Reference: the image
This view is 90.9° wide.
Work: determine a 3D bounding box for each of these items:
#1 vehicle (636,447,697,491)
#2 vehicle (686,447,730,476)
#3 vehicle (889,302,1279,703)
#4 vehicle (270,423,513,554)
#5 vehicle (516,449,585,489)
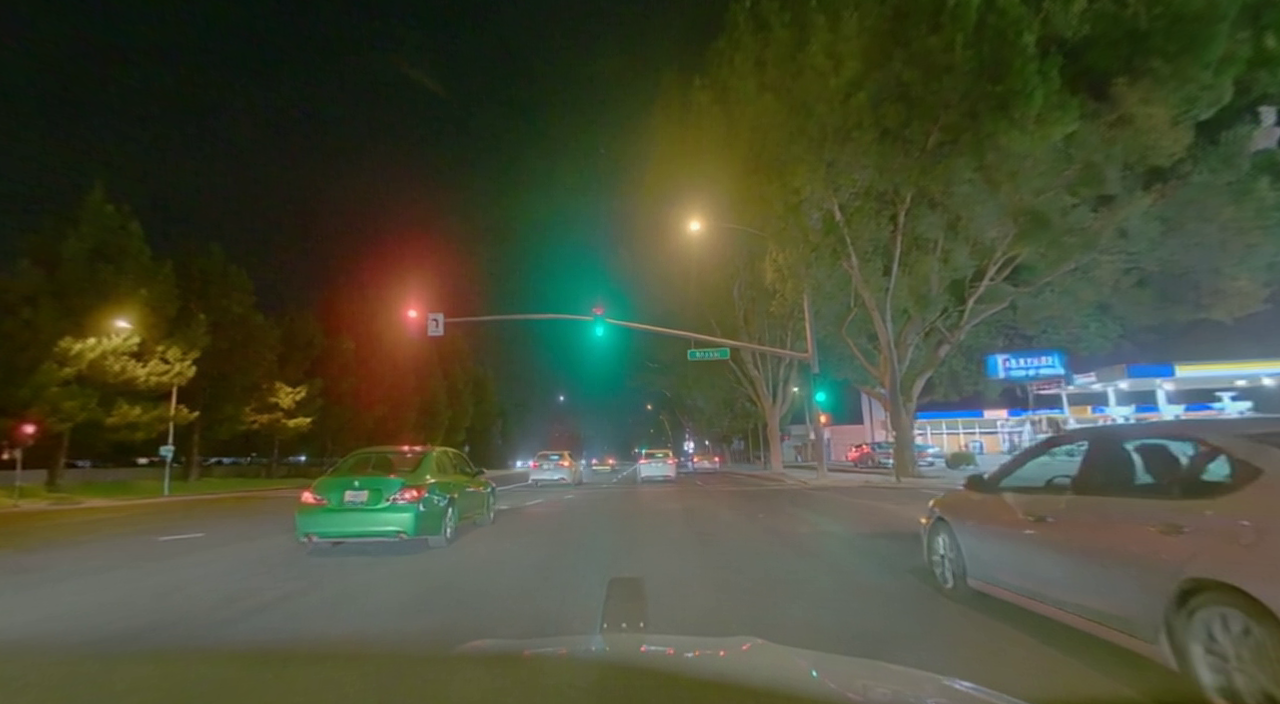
[{"bbox_3d":[0.892,4.153,22.680,1.994,1.433,3.894,0,-9,1],"label":"vehicle"},{"bbox_3d":[3.751,6.110,35.461,1.920,1.479,4.548,0,-9,-1],"label":"vehicle"},{"bbox_3d":[3.426,0.952,3.821,1.992,1.805,4.549,0,-9,1],"label":"vehicle"},{"bbox_3d":[-3.757,2.170,10.751,2.023,1.687,4.874,0,-9,2],"label":"vehicle"},{"bbox_3d":[-3.433,4.581,25.003,1.995,1.436,4.500,0,-9,1],"label":"vehicle"}]
